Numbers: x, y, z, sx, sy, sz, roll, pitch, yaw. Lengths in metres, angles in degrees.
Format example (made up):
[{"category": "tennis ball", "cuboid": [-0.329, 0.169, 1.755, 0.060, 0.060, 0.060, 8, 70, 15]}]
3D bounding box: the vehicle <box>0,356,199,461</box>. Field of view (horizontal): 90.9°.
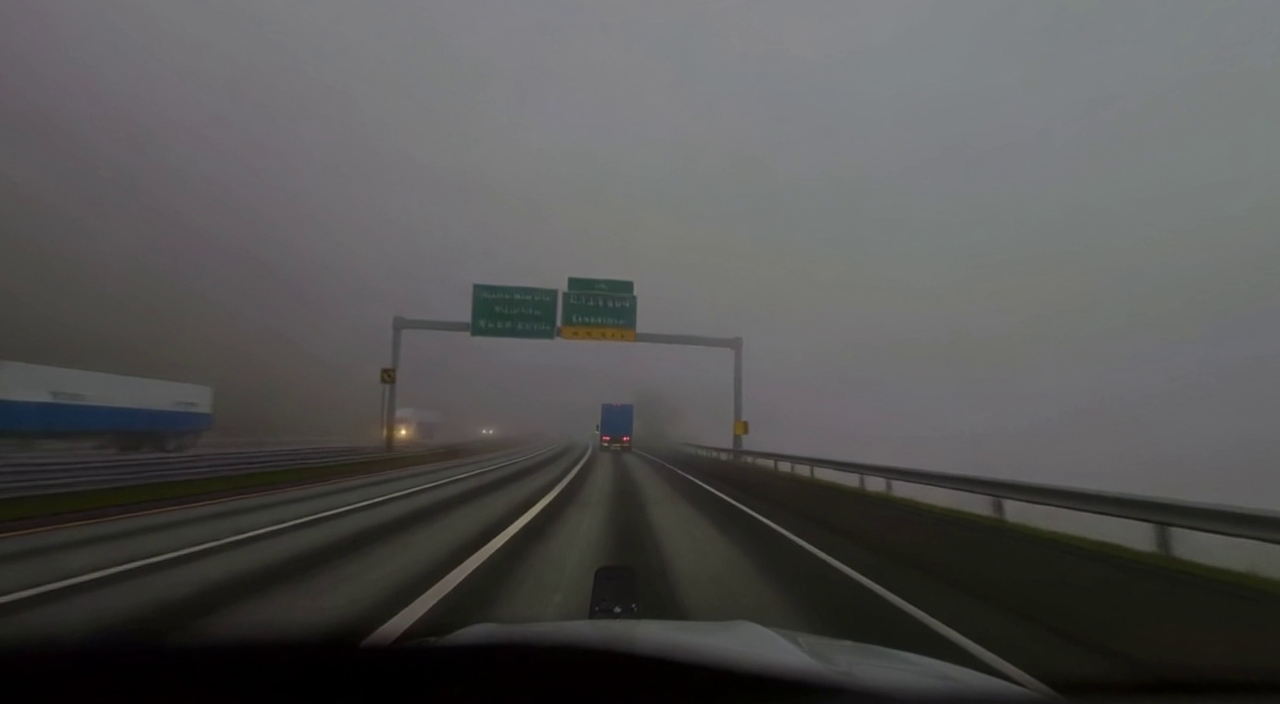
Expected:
[{"category": "vehicle", "cuboid": [-24.913, 2.648, 27.164, 3.339, 3.734, 12.428, 1, -8, -3]}]
